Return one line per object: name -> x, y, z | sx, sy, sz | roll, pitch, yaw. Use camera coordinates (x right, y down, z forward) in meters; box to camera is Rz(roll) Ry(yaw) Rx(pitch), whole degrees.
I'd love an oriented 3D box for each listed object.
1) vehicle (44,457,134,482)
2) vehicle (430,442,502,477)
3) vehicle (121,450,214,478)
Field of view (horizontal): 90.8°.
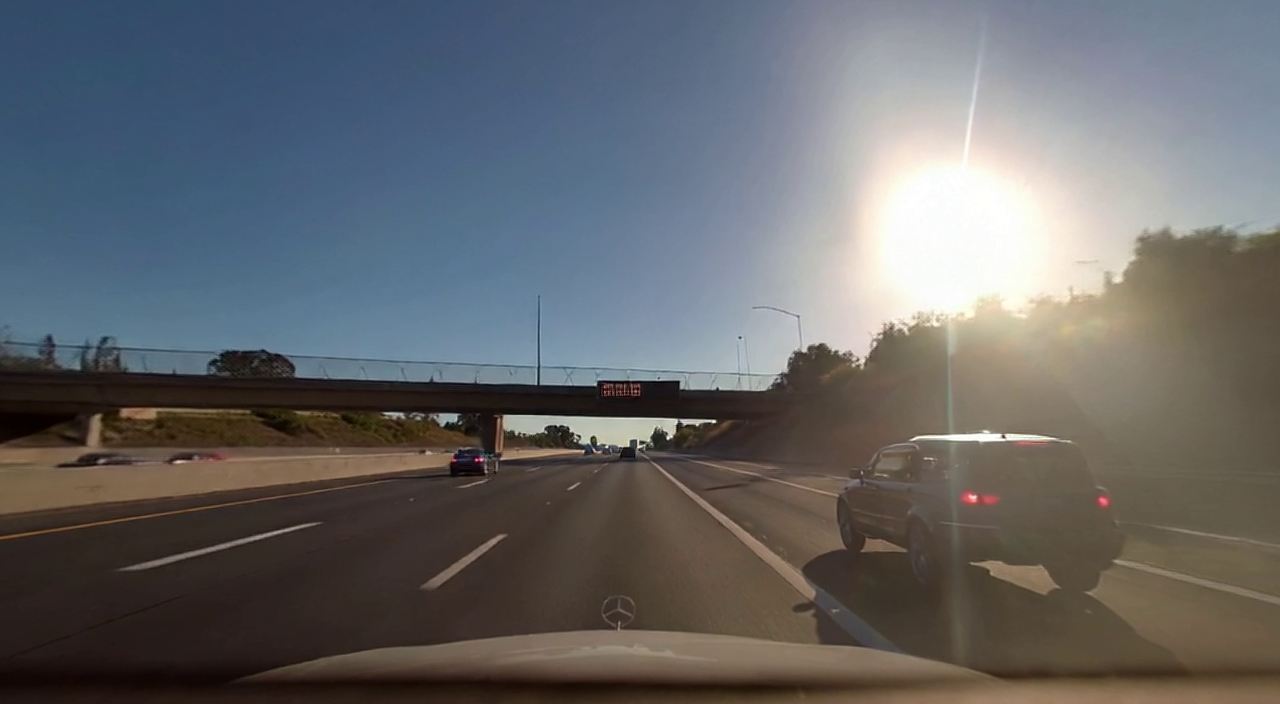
vehicle -> -36.451, 7.763, 41.942 | 1.787, 1.465, 4.647 | 0, -8, 0
vehicle -> -8.145, 5.050, 30.043 | 2.005, 1.545, 4.874 | 0, -8, 0
vehicle -> -28.814, 6.826, 38.771 | 1.973, 1.535, 4.806 | 0, -8, 0
